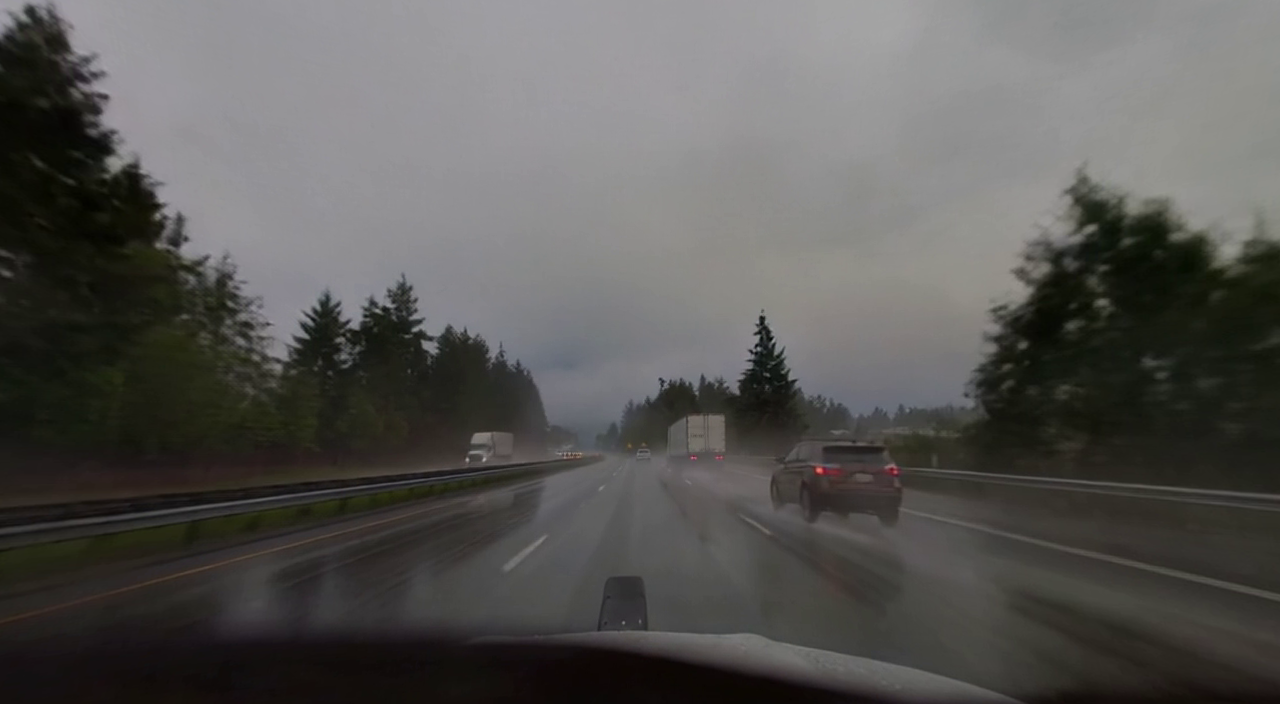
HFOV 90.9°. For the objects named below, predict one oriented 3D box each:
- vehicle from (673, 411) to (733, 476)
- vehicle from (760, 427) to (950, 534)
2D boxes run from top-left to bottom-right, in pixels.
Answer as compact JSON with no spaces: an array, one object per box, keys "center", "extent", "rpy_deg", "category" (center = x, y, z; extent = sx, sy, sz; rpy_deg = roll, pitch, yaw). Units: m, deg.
[{"center":[4.157,6.468,44.203],"extent":[3.117,3.971,10.593],"rpy_deg":[1,-9,0],"category":"vehicle"},{"center":[3.767,2.340,12.005],"extent":[2.096,1.653,4.185],"rpy_deg":[0,-9,0],"category":"vehicle"}]
